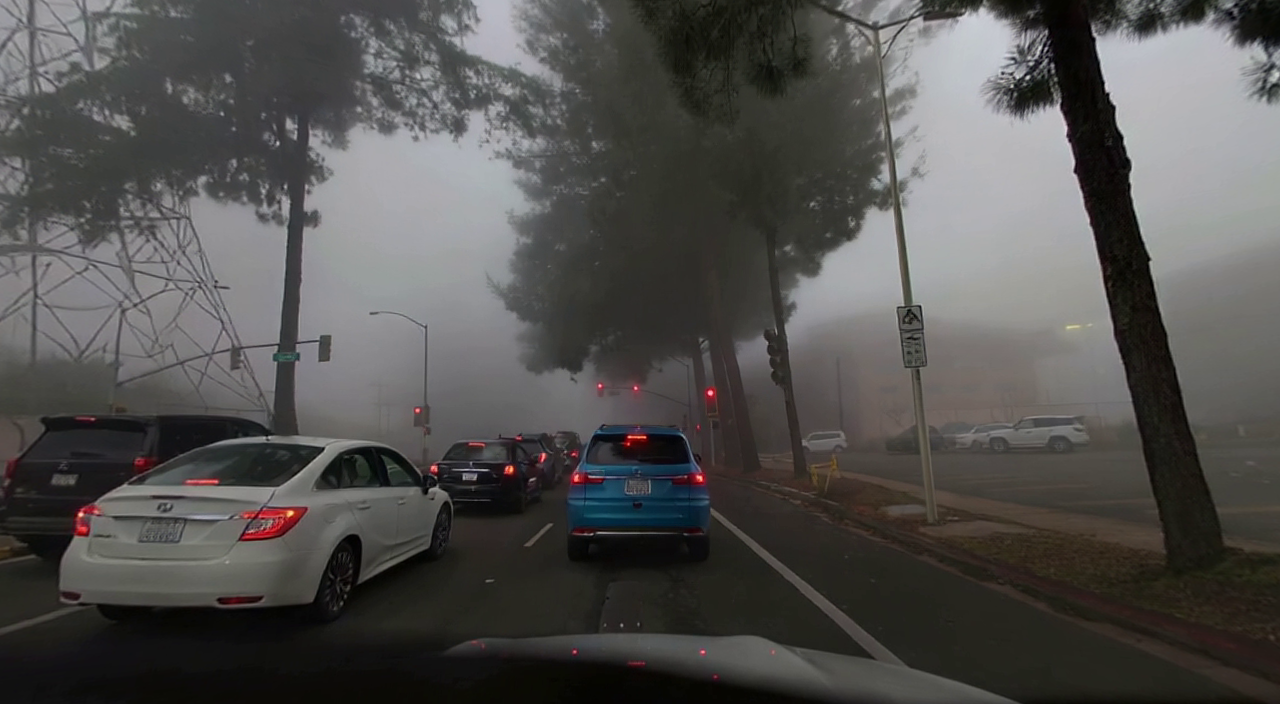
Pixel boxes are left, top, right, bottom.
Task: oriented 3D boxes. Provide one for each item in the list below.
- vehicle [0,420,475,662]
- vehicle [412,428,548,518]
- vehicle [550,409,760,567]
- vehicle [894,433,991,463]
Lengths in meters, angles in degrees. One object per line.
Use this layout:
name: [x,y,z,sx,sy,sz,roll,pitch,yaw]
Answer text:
vehicle: [-3.161,1.497,6.202,1.973,1.469,4.448,0,-8,-1]
vehicle: [-3.242,2.522,13.665,1.997,1.636,3.760,0,-8,-1]
vehicle: [0.095,1.764,8.923,2.239,1.661,4.224,0,-8,-2]
vehicle: [15.113,4.802,31.696,3.858,1.437,1.899,0,-8,-4]
